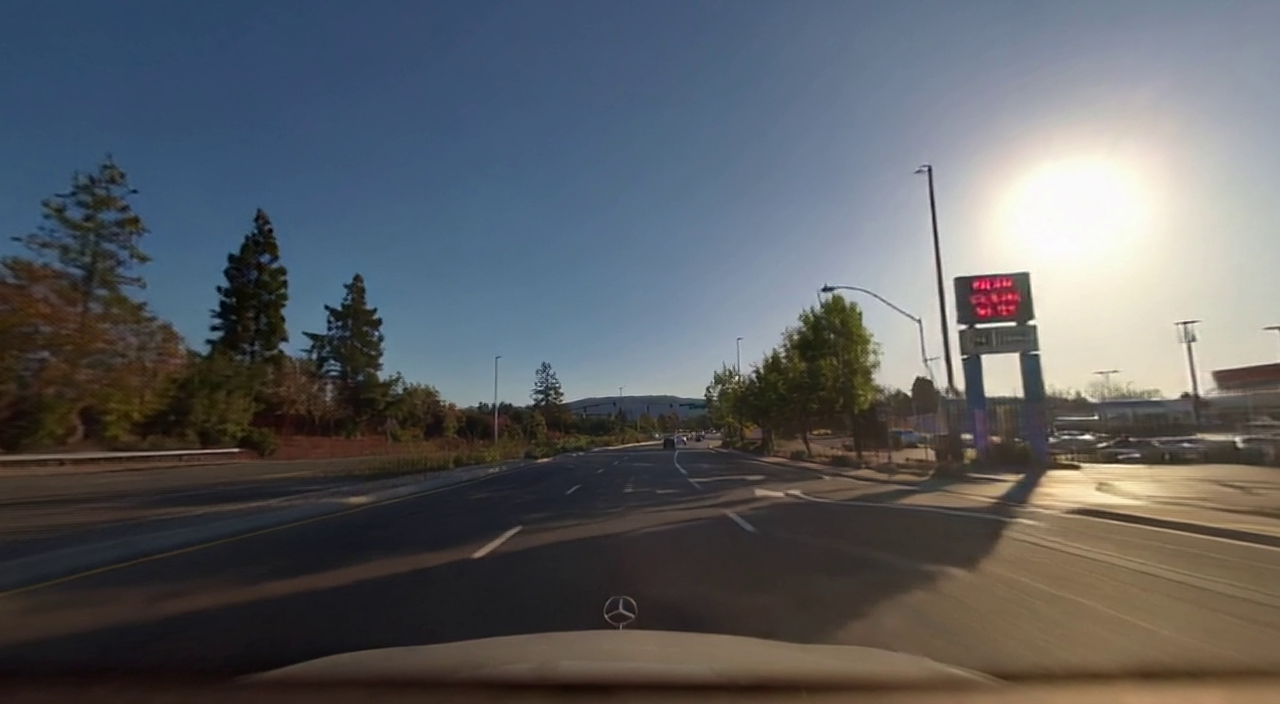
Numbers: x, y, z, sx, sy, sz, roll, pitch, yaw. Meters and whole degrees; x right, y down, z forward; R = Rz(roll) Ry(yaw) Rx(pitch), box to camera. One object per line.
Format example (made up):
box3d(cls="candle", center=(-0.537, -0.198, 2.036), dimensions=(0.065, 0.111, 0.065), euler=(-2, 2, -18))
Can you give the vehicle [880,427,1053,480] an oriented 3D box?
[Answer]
box3d(cls="vehicle", center=(10.400, 3.261, 20.399), dimensions=(4.476, 1.629, 1.953), euler=(0, -9, 0))
